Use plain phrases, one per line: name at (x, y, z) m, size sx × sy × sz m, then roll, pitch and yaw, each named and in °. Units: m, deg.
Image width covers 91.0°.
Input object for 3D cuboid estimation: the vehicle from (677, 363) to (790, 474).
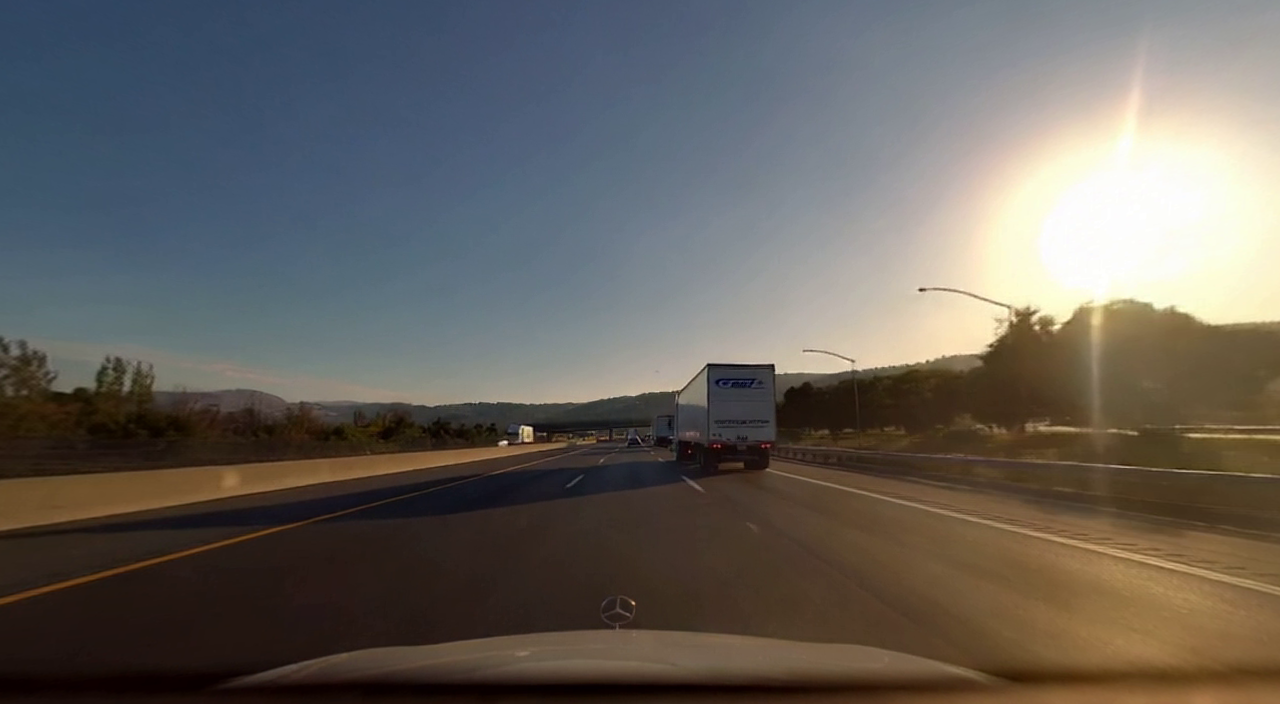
vehicle at (3.885, 3.453, 30.561) m, size 2.976 × 4.064 × 14.619 m, roll 0°, pitch -8°, yaw -1°
